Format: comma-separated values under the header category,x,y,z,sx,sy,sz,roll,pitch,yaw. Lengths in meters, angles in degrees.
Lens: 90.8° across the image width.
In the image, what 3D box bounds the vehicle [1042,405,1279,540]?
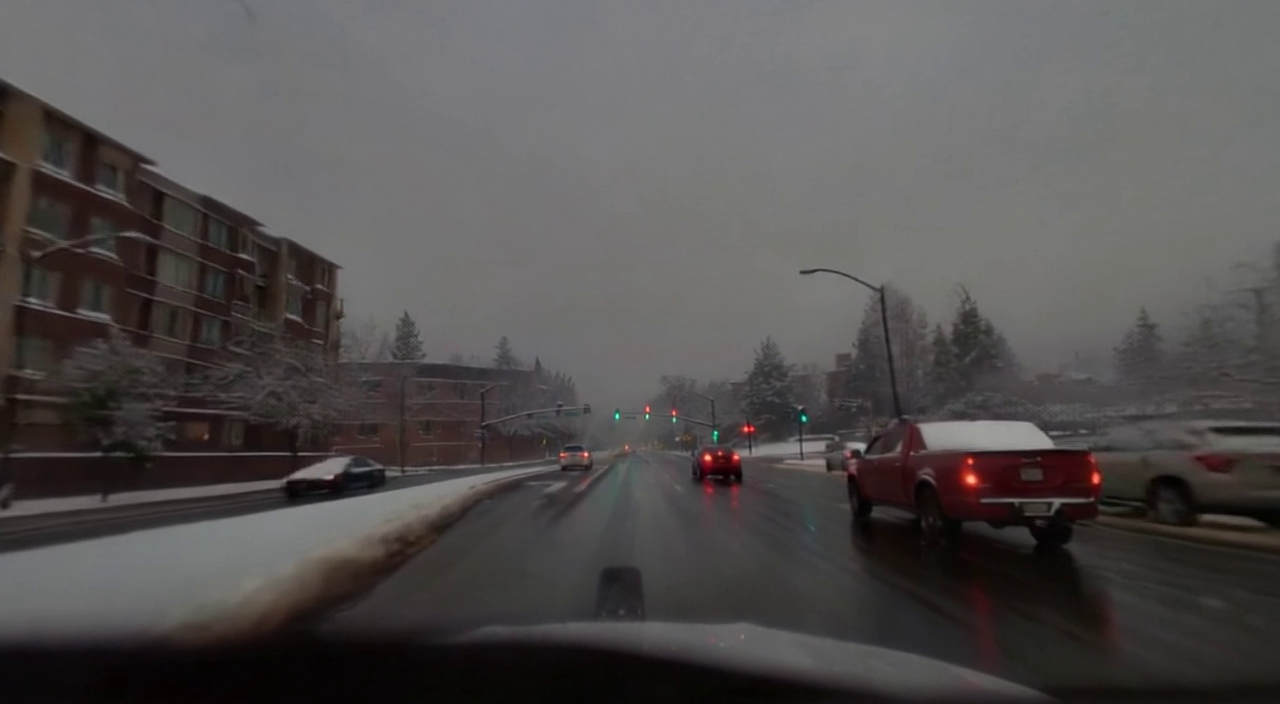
category,x,y,z,sx,sy,sz,roll,pitch,yaw
vehicle,9.613,2.015,11.078,2.064,1.837,4.724,0,-9,1

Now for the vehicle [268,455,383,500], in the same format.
category,x,y,z,sx,sy,sz,roll,pitch,yaw
vehicle,-11.773,4.708,24.071,2.028,1.490,4.475,0,-9,1

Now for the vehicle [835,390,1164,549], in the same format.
category,x,y,z,sx,sy,sz,roll,pitch,yaw
vehicle,5.492,1.933,11.028,2.427,2.017,5.763,0,-9,1

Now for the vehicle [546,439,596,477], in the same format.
category,x,y,z,sx,sy,sz,roll,pitch,yaw
vehicle,-3.378,5.278,31.615,2.065,1.716,4.265,0,-9,-1

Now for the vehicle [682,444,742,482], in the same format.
category,x,y,z,sx,sy,sz,roll,pitch,yaw
vehicle,2.992,4.713,27.198,2.003,1.480,4.494,0,-9,-1
